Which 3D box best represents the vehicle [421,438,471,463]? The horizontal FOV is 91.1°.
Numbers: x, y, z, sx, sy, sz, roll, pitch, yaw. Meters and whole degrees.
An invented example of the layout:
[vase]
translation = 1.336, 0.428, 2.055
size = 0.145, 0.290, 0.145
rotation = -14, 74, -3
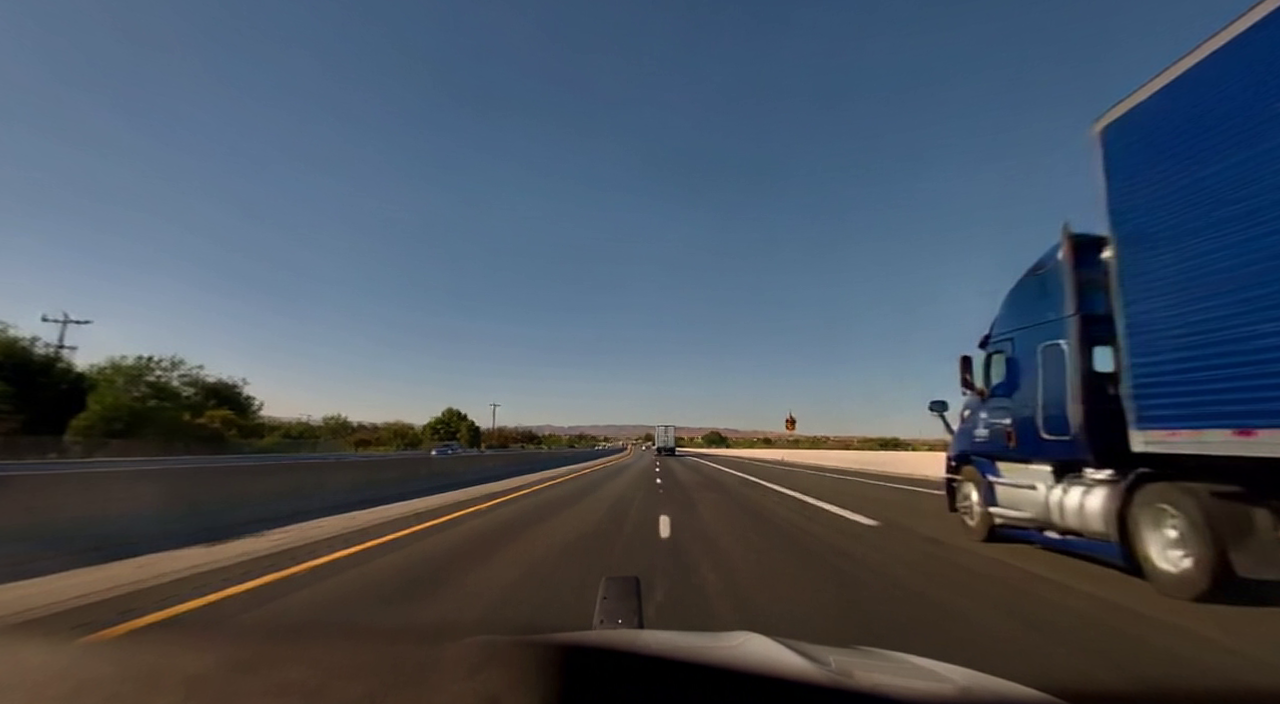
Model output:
[vehicle]
translation = -13.806, 7.040, 45.021
size = 1.982, 1.685, 4.575
rotation = 0, -9, 1
